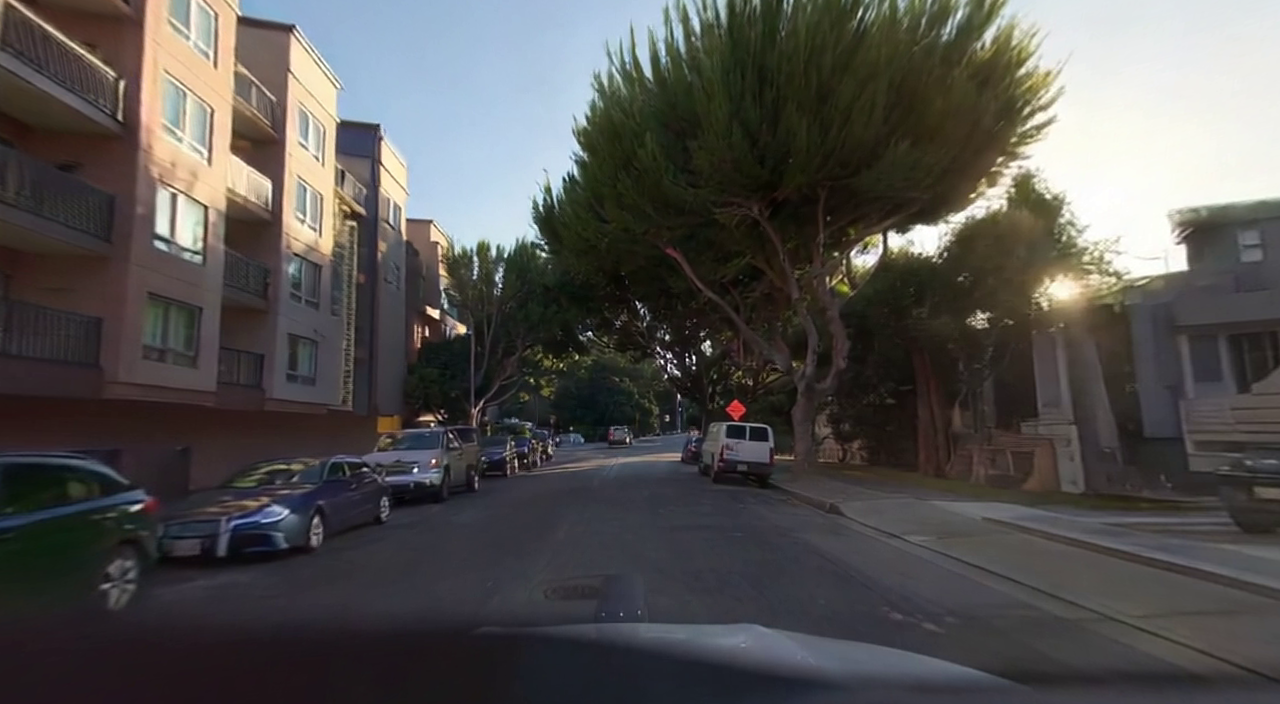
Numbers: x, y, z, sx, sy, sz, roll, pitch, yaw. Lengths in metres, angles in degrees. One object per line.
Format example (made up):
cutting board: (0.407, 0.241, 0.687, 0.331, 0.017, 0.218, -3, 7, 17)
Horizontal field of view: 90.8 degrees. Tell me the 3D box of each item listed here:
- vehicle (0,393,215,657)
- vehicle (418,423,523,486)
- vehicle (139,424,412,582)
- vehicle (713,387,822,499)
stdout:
vehicle: (-5.298, 1.268, 4.415, 1.824, 1.664, 4.344, -1, 0, -2)
vehicle: (-5.391, 3.339, 20.824, 2.004, 1.845, 4.509, -1, -8, 3)
vehicle: (-5.312, 2.114, 10.028, 1.837, 1.499, 4.443, -2, -2, -1)
vehicle: (3.664, 2.414, 17.805, 1.961, 2.656, 3.047, 0, -1, 35)
